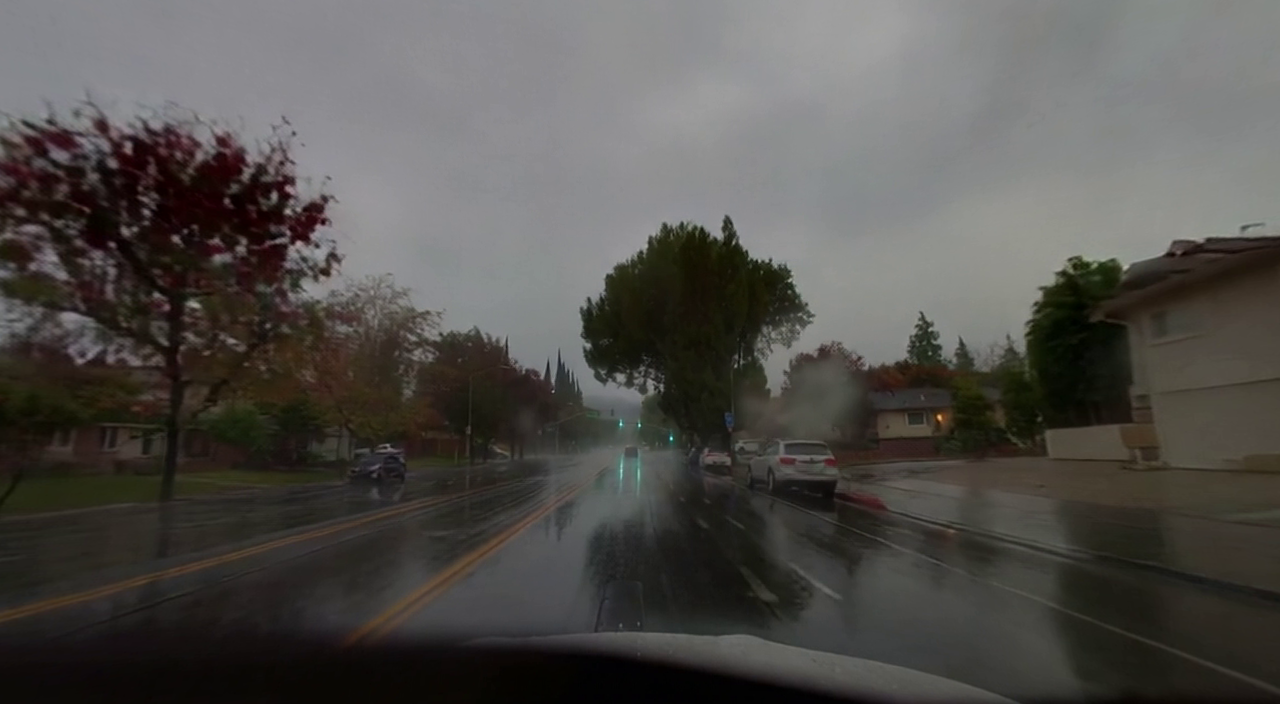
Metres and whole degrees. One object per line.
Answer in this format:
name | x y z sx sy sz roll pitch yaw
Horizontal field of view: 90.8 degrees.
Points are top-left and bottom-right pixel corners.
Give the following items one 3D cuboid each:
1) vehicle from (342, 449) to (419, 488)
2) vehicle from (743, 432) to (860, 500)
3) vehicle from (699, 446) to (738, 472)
vehicle | -12.379 5.538 30.412 1.939 1.537 4.197 -3 -7 0
vehicle | 4.721 3.411 19.326 2.180 1.782 4.790 0 -8 -1
vehicle | 4.774 6.548 38.901 1.875 1.540 3.402 0 -8 -1
